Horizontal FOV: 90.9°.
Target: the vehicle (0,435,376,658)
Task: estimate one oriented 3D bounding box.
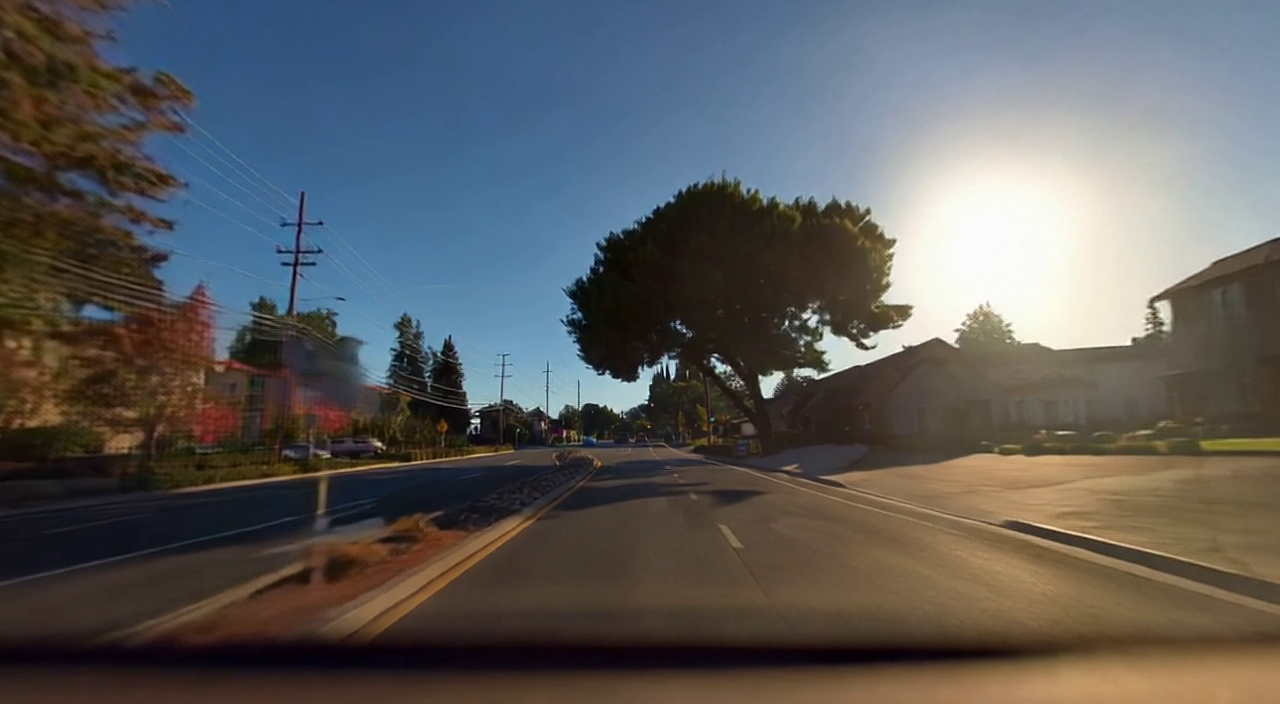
[{"bbox_3d":[-5.124,1.757,7.268,1.948,1.471,5.408,2,-7,-2],"label":"vehicle"}]
